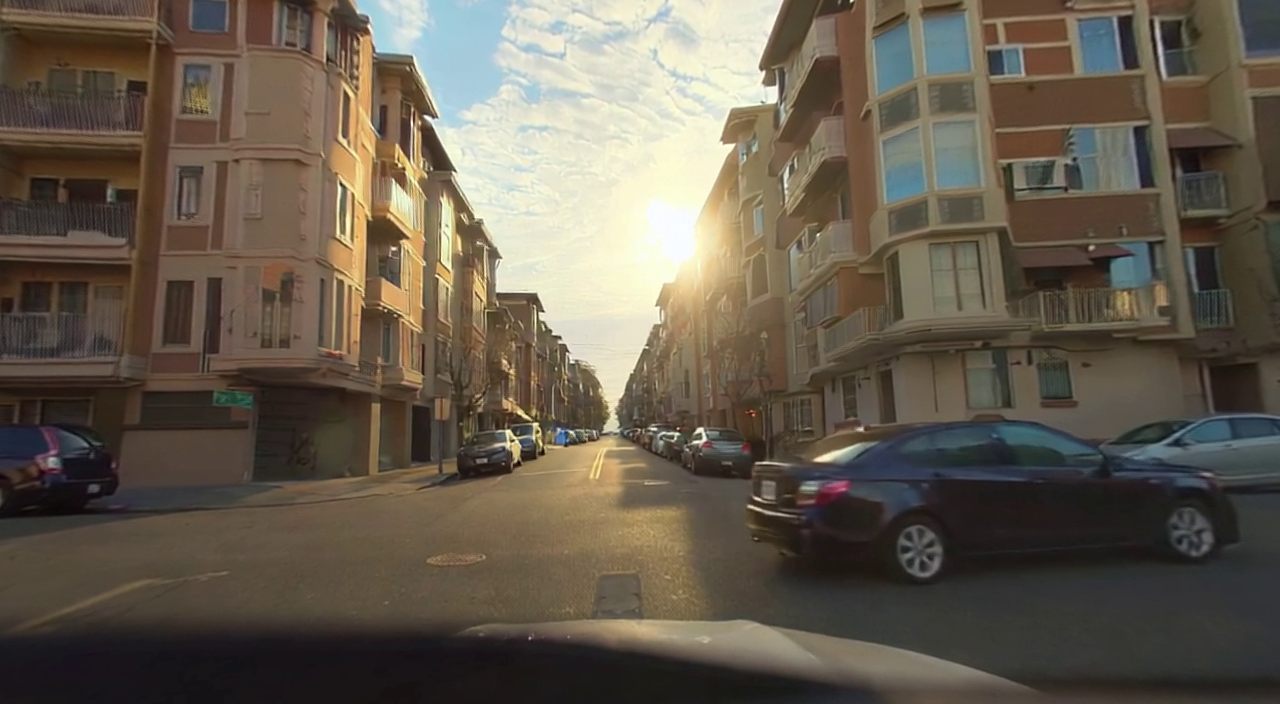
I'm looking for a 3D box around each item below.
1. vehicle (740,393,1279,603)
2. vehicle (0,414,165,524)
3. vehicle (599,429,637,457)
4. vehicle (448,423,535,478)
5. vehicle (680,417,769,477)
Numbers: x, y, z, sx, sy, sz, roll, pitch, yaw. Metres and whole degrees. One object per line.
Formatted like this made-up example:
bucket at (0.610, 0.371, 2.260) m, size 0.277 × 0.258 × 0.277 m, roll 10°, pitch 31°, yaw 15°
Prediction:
vehicle at (3.432, 1.258, 6.091) m, size 4.469 × 1.566 × 1.993 m, roll 1°, pitch -7°, yaw -8°
vehicle at (-11.045, 1.869, 10.392) m, size 4.679 × 1.631 × 2.025 m, roll 1°, pitch -8°, yaw -2°
vehicle at (-1.378, 5.831, 40.597) m, size 2.341 × 1.675 × 4.360 m, roll 0°, pitch -8°, yaw -1°
vehicle at (-4.226, 2.858, 18.488) m, size 1.882 × 1.459 × 3.518 m, roll 1°, pitch -8°, yaw -4°
vehicle at (2.326, 2.752, 18.371) m, size 1.868 × 1.544 × 3.869 m, roll 1°, pitch -8°, yaw -3°
